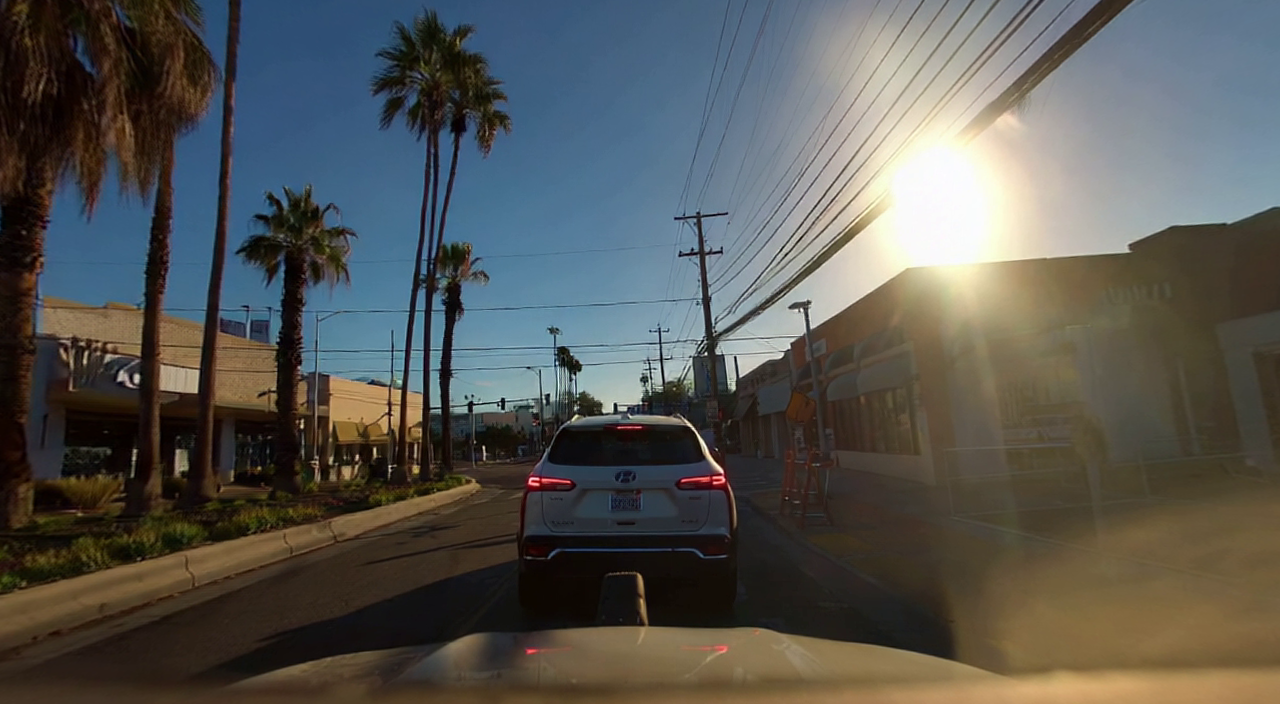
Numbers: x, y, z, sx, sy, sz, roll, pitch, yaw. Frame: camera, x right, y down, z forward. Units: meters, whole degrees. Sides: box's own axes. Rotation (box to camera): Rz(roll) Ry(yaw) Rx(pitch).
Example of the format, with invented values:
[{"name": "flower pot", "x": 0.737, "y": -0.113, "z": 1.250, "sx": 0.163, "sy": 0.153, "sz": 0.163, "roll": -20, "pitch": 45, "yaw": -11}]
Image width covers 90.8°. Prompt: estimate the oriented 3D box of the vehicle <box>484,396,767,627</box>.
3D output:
[{"name": "vehicle", "x": -0.192, "y": 1.457, "z": 6.677, "sx": 2.105, "sy": 1.702, "sz": 3.750, "roll": 0, "pitch": -8, "yaw": -3}]
